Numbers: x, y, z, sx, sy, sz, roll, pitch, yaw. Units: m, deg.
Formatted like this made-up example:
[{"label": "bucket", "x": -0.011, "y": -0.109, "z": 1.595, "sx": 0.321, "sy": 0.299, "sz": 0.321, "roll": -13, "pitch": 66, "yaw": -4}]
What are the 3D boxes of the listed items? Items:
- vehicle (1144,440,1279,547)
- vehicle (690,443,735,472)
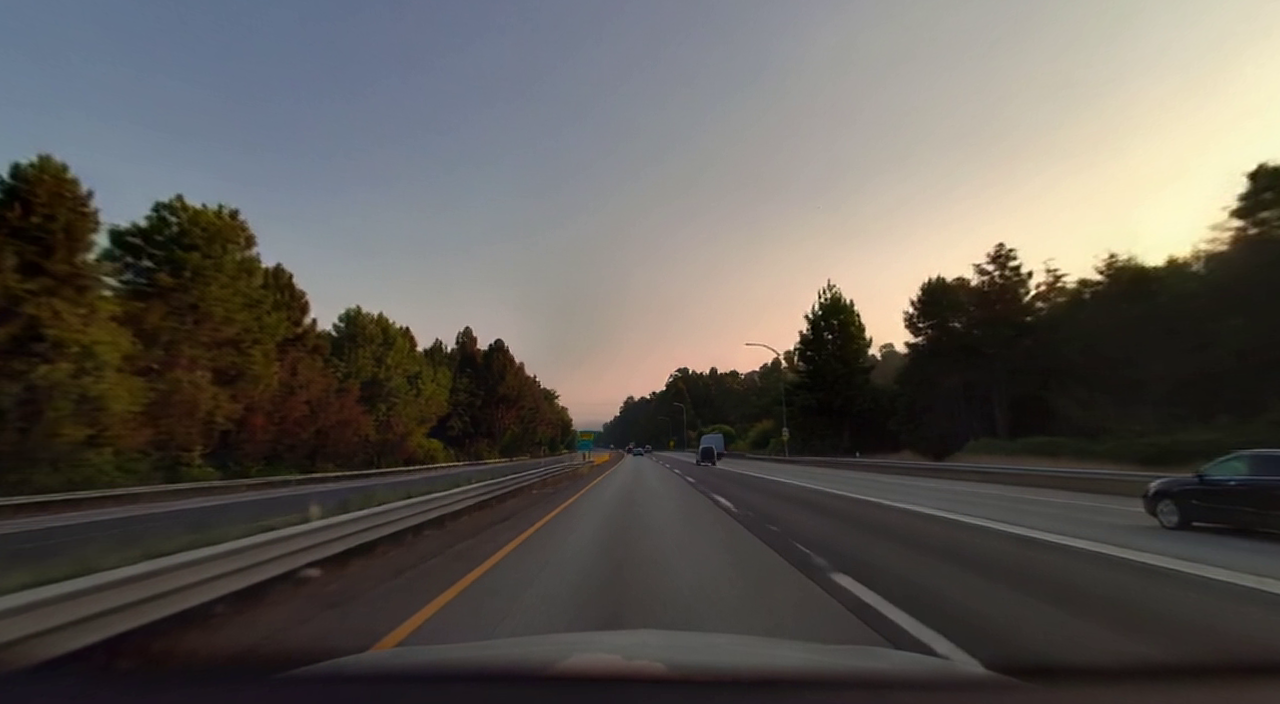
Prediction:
[{"label": "vehicle", "x": 9.353, "y": 1.891, "z": 8.488, "sx": 1.926, "sy": 1.386, "sz": 3.719, "roll": 0, "pitch": -9, "yaw": -3}, {"label": "vehicle", "x": 4.218, "y": 6.246, "z": 37.456, "sx": 2.058, "sy": 1.605, "sz": 4.116, "roll": 0, "pitch": -9, "yaw": -2}]
